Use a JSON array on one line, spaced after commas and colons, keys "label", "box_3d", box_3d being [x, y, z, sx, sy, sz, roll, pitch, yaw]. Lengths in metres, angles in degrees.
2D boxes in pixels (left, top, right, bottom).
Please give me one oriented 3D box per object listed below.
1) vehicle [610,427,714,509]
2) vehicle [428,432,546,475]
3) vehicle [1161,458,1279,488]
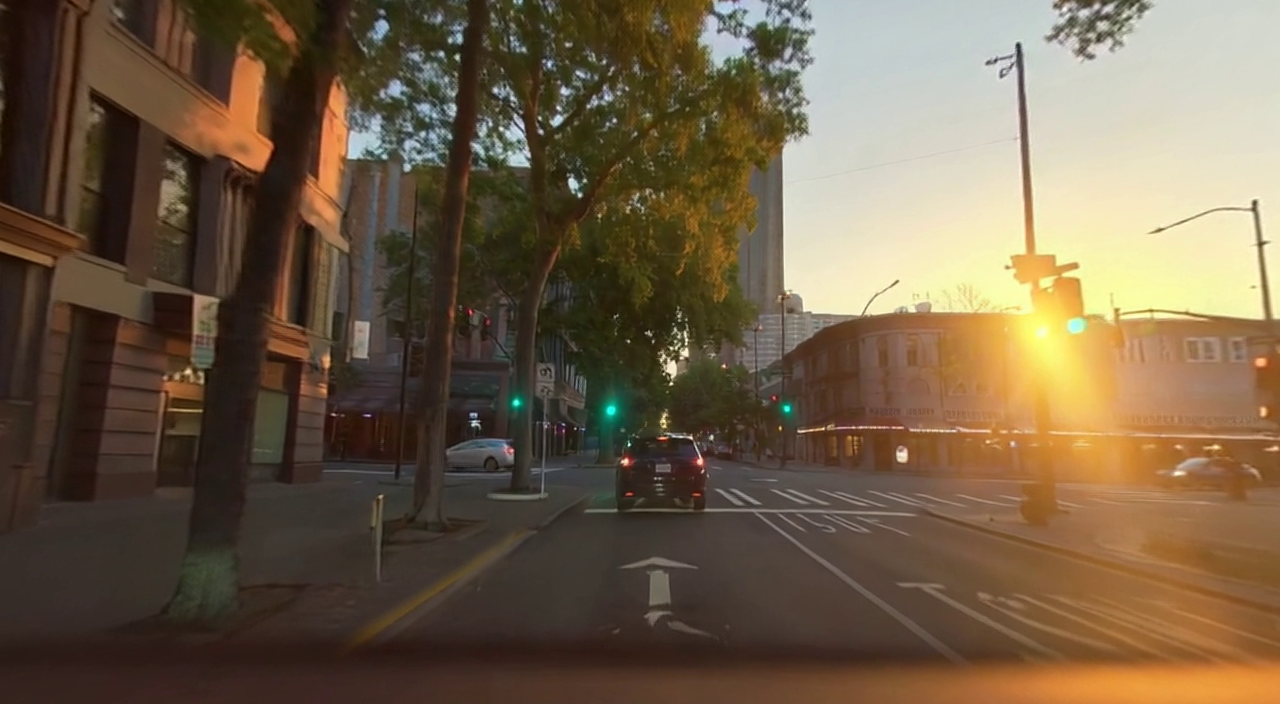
[{"label": "vehicle", "box_3d": [0.528, 2.621, 14.639, 2.079, 1.621, 3.861, -1, -8, 3]}, {"label": "vehicle", "box_3d": [-6.070, 4.001, 24.978, 4.282, 1.519, 2.077, -5, -10, 30]}, {"label": "vehicle", "box_3d": [30.515, 6.344, 33.127, 4.668, 1.441, 1.904, 0, -8, -4]}]
